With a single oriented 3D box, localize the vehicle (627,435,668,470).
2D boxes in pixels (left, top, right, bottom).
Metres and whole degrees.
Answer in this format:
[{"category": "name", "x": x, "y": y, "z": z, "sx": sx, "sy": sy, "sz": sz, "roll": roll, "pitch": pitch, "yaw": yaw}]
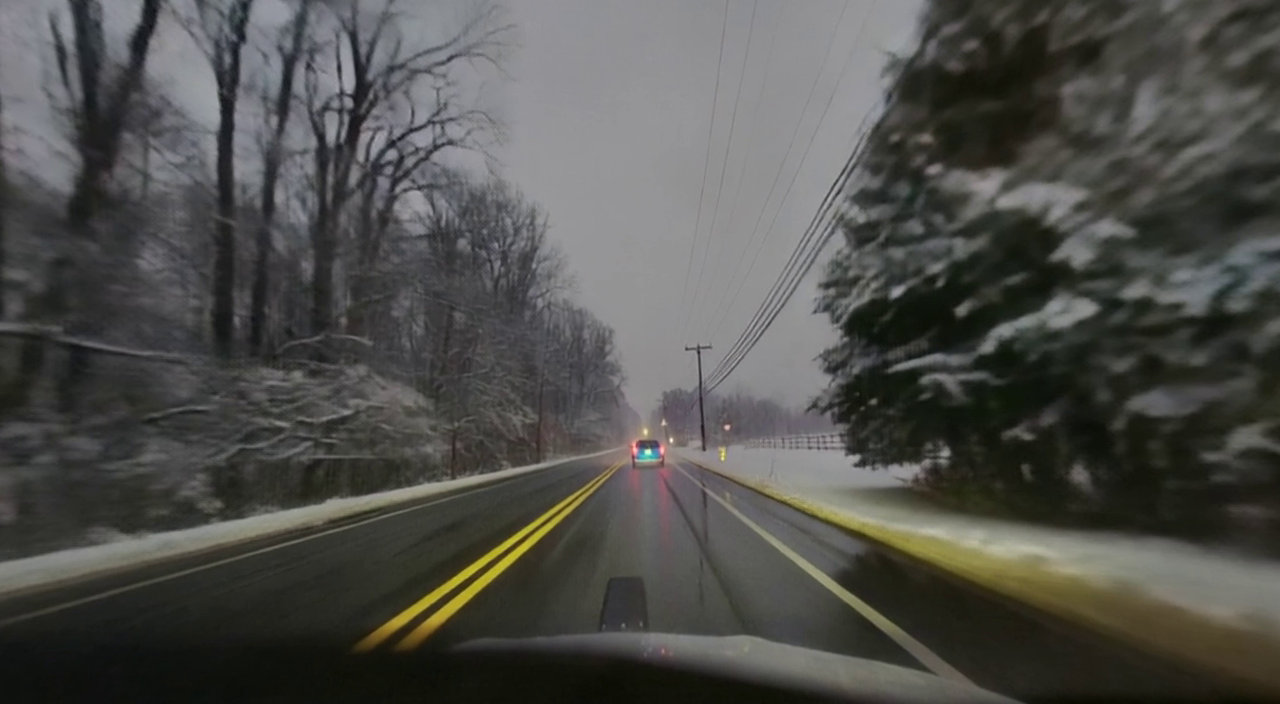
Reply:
[{"category": "vehicle", "x": 0.462, "y": 6.385, "z": 40.100, "sx": 2.468, "sy": 2.056, "sz": 4.422, "roll": 0, "pitch": -9, "yaw": 0}]
